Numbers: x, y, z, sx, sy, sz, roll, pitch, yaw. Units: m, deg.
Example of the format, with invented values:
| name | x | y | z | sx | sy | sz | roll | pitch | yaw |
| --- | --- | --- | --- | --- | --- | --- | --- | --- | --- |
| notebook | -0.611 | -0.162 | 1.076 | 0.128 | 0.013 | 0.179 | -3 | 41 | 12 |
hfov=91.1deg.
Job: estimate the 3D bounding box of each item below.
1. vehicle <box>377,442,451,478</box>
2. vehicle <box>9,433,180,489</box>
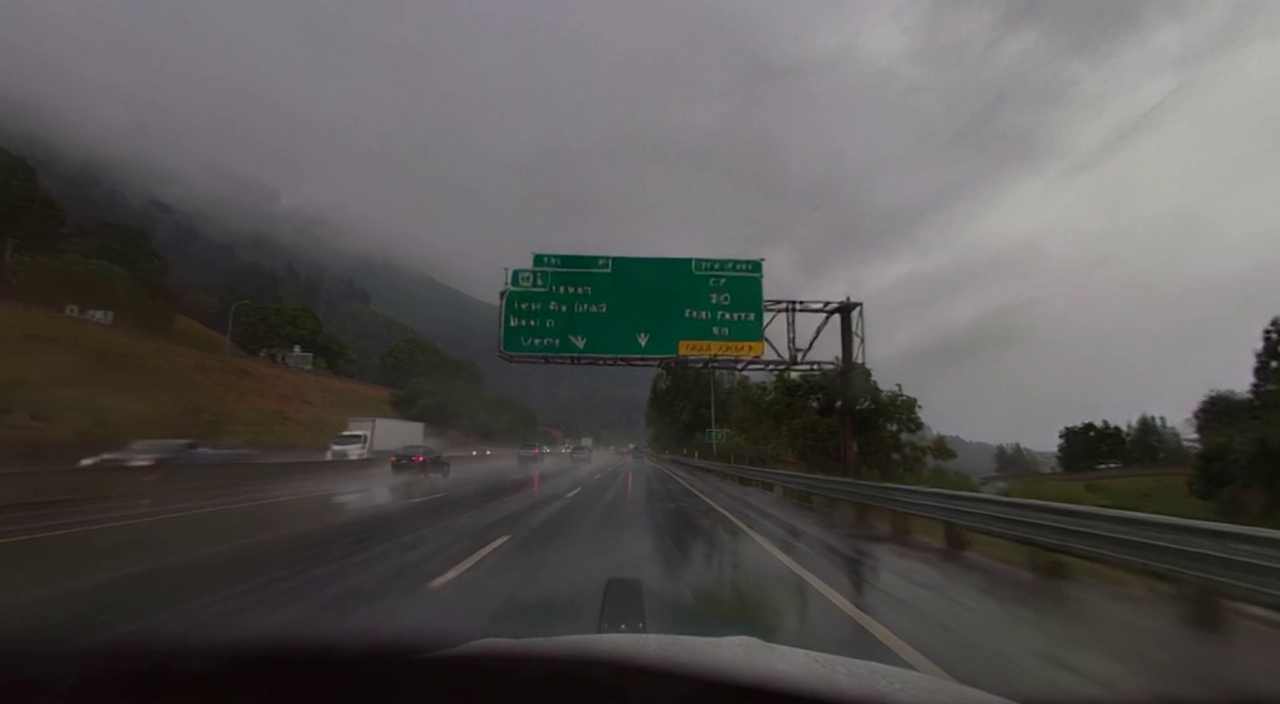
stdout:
| name | x | y | z | sx | sy | sz | roll | pitch | yaw |
| --- | --- | --- | --- | --- | --- | --- | --- | --- | --- |
| vehicle | -11.108 | 5.333 | 31.264 | 2.001 | 1.625 | 4.528 | 0 | -8 | 0 |
| vehicle | -18.057 | 3.622 | 21.122 | 1.882 | 1.670 | 4.243 | 0 | -8 | 0 |
